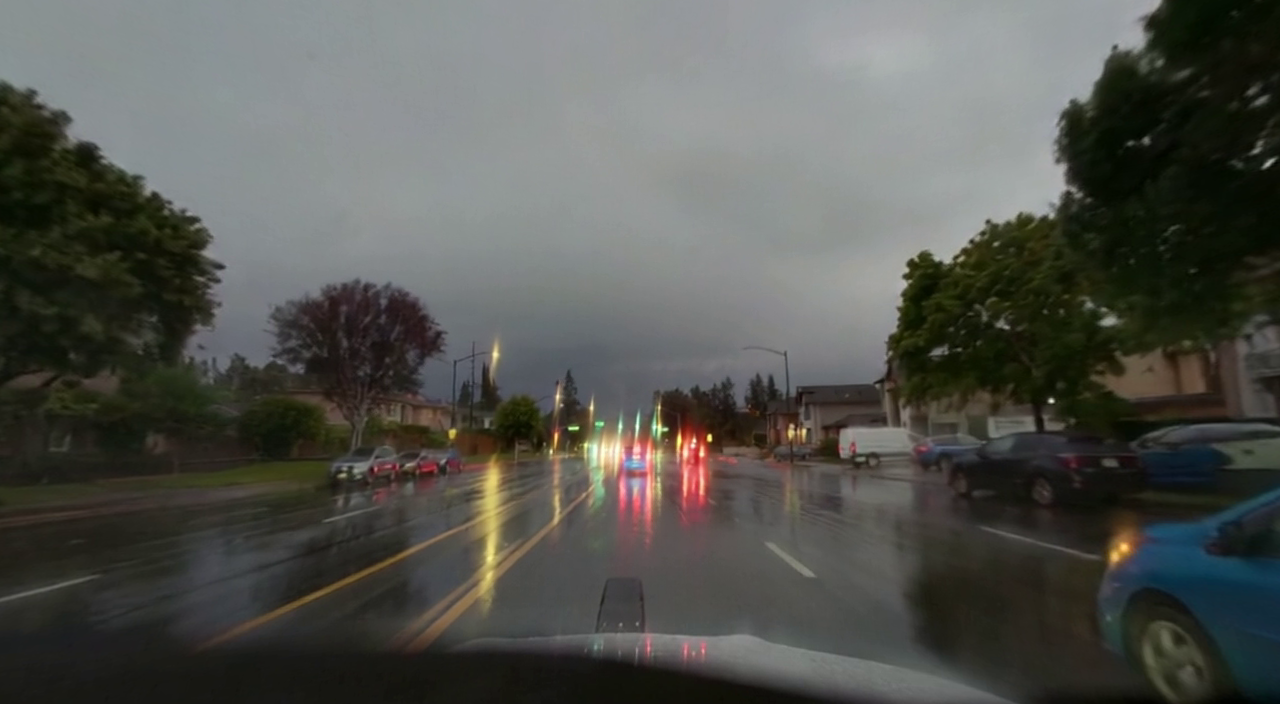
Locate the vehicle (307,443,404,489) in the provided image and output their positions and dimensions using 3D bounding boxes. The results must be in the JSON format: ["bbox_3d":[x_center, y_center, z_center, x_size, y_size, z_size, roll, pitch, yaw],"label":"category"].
[{"bbox_3d":[-14.526,5.819,32.762,2.351,2.008,5.971,-3,-9,-1],"label":"vehicle"}]

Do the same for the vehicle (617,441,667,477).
[{"bbox_3d":[0.055,4.808,28.668,2.093,1.497,4.010,0,-9,-1],"label":"vehicle"}]

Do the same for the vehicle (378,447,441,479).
[{"bbox_3d":[-14.464,6.955,39.954,2.140,1.899,4.900,0,-9,0],"label":"vehicle"}]

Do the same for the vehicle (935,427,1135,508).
[{"bbox_3d":[9.720,2.874,16.136,2.139,1.772,4.468,0,-9,-1],"label":"vehicle"}]

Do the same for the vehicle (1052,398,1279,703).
[{"bbox_3d":[3.542,0.809,1.645,1.992,1.505,4.333,0,-9,0],"label":"vehicle"}]

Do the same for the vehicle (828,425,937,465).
[{"bbox_3d":[14.717,5.673,38.585,5.696,2.299,2.292,0,-9,-2],"label":"vehicle"}]
